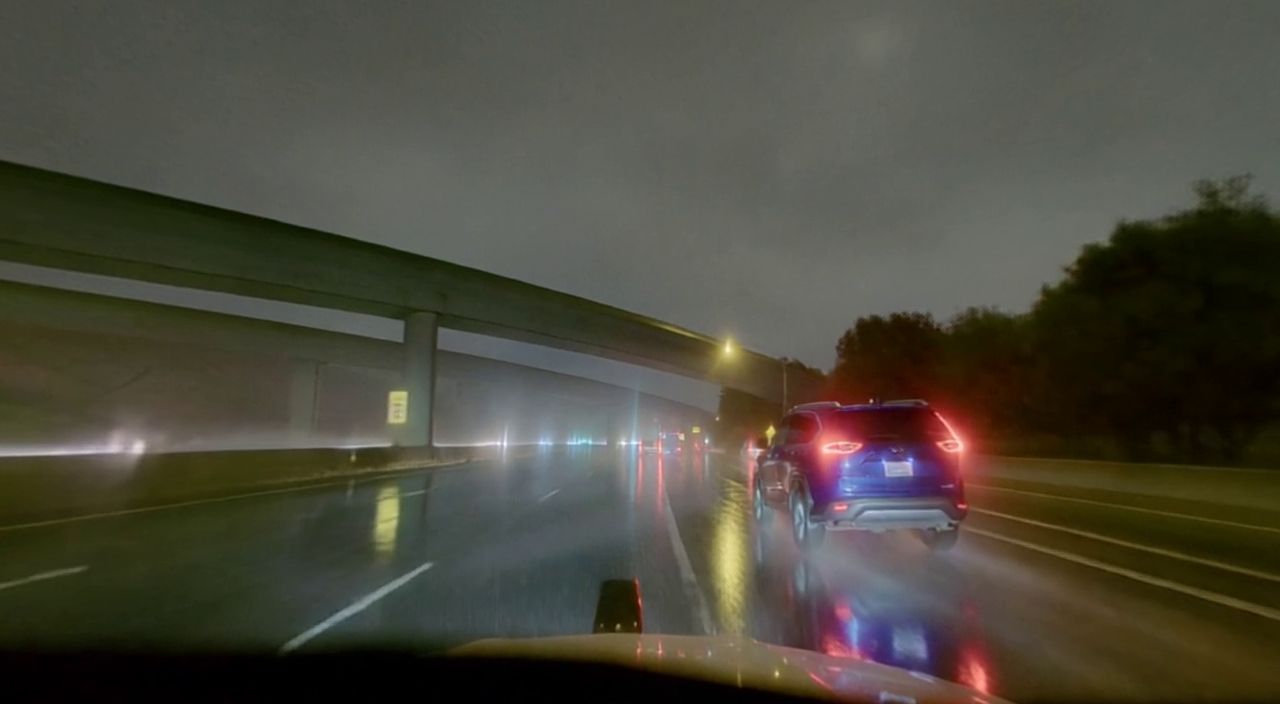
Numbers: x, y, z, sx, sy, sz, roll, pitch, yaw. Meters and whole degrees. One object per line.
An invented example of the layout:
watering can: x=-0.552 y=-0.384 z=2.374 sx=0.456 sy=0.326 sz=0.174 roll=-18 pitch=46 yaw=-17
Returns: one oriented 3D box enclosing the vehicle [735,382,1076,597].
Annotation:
vehicle: x=2.770 y=1.597 z=8.230 sx=2.155 sy=1.918 sz=4.945 roll=0 pitch=-9 yaw=-2
